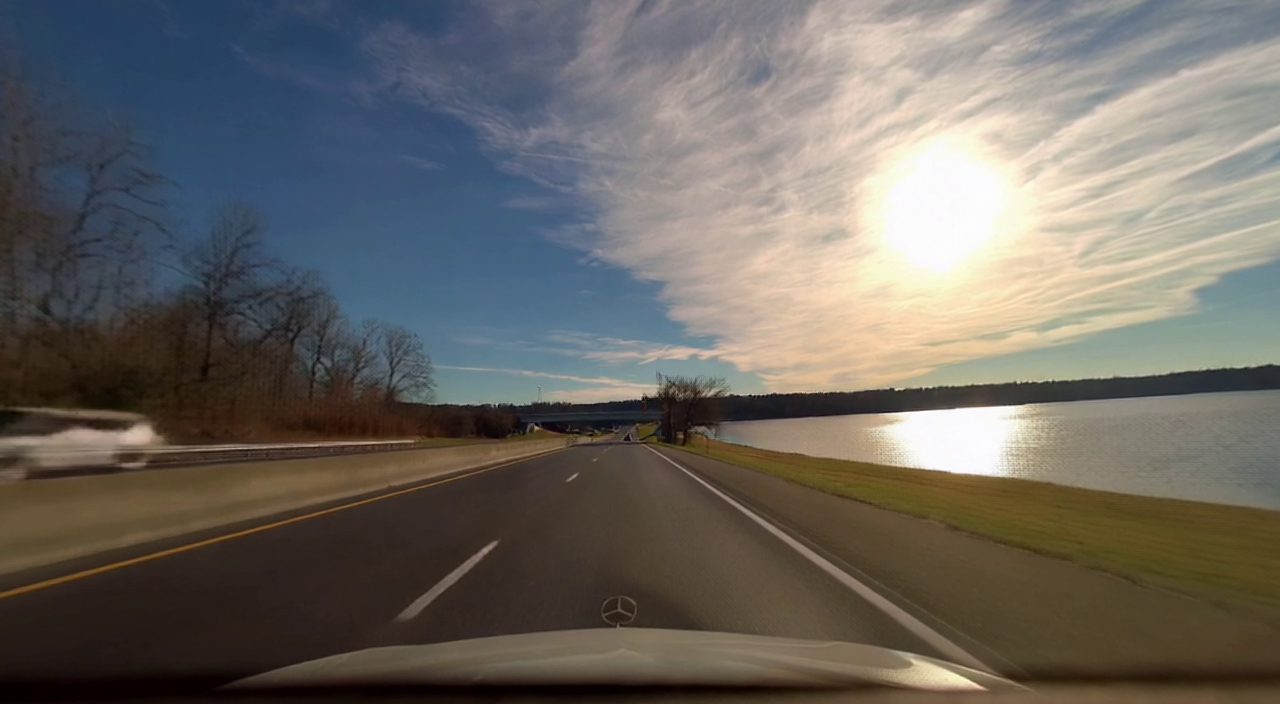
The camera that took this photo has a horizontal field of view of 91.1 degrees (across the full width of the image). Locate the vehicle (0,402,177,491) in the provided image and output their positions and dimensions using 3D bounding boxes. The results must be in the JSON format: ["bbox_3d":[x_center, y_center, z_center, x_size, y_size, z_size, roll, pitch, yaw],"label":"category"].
[{"bbox_3d":[-13.788,2.224,15.088,1.990,1.808,4.311,0,-8,0],"label":"vehicle"}]
